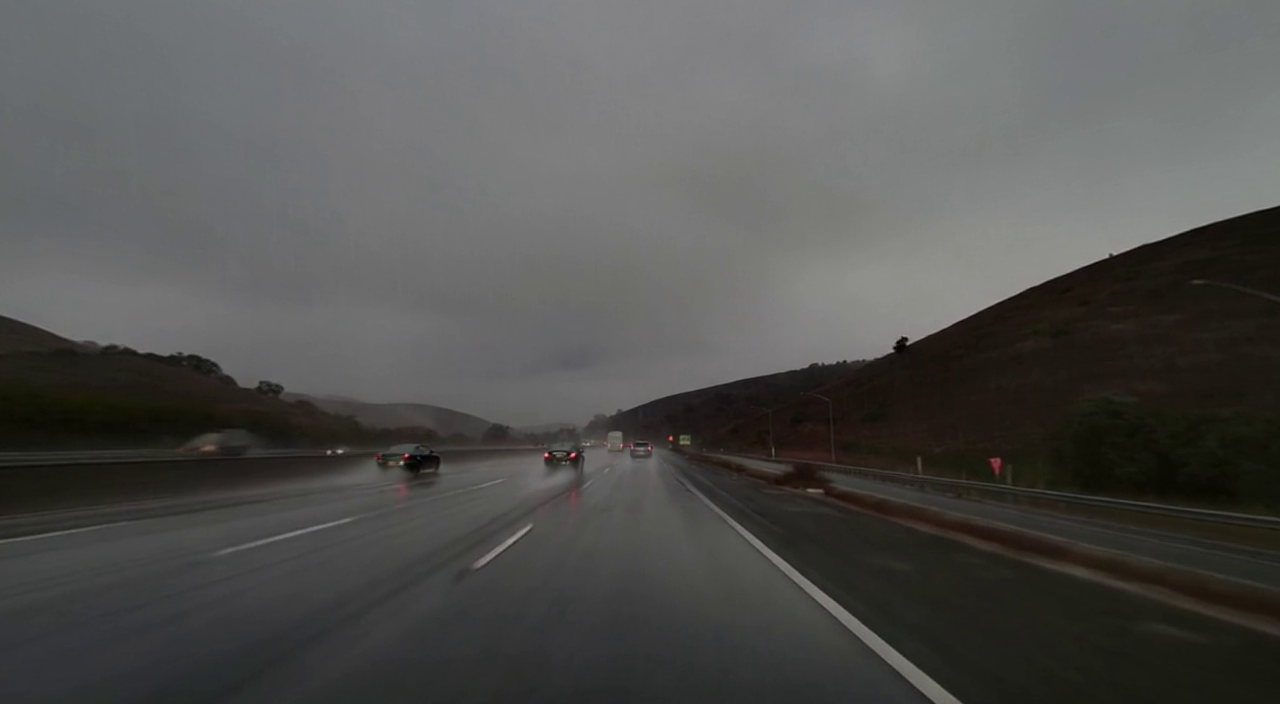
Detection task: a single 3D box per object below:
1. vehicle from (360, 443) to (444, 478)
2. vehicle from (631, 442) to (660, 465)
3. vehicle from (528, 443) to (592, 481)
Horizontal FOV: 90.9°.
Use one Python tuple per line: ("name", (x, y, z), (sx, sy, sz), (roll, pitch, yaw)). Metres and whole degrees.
("vehicle", (-10.952, 5.016, 29.455), (1.945, 1.466, 4.947), (-1, -8, 1))
("vehicle", (0.433, 7.680, 47.929), (2.138, 1.674, 4.044), (-1, -8, 1))
("vehicle", (-3.352, 4.719, 27.448), (2.080, 1.505, 4.649), (-1, -8, 1))
